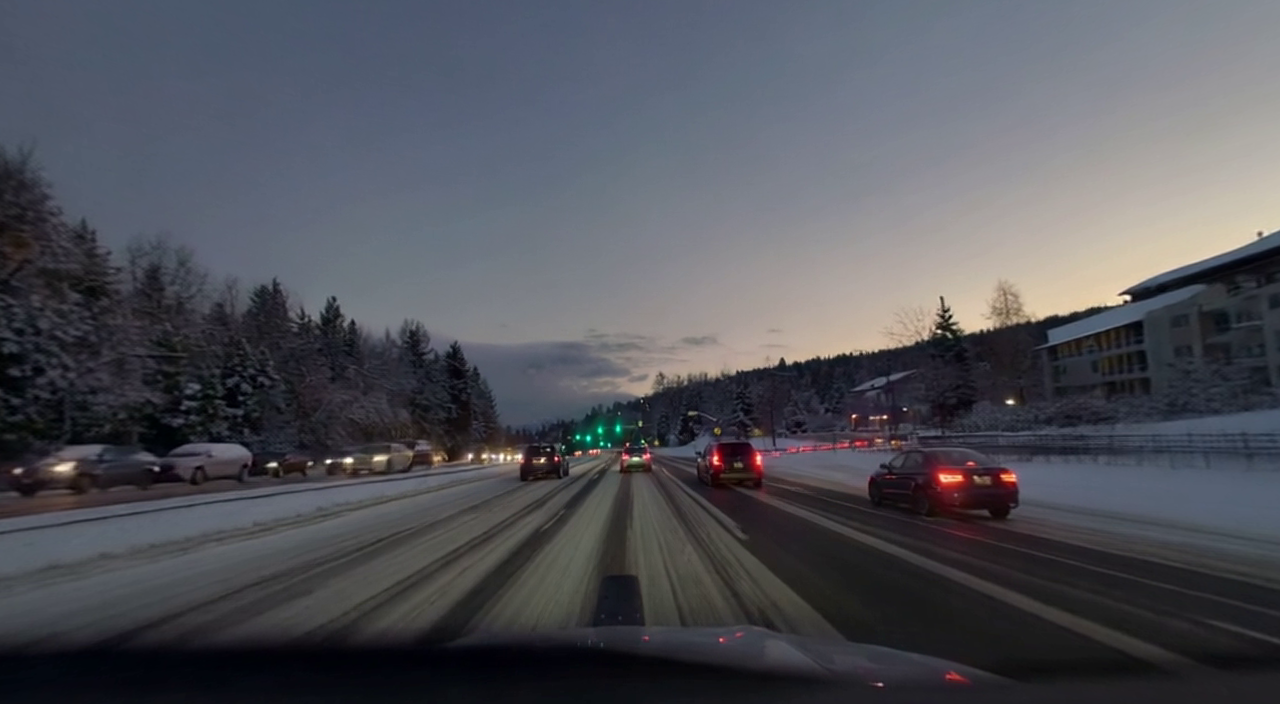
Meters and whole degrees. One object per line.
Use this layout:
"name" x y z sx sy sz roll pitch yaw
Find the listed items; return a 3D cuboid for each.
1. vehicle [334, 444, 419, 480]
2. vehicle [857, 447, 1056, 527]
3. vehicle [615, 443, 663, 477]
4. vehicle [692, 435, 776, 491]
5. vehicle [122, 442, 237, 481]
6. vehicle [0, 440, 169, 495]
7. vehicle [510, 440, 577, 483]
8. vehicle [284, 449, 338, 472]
"vehicle" -12.508 5.218 30.397 2.043 1.571 4.946 0 -8 -1
"vehicle" 6.523 2.782 13.700 1.945 1.408 4.288 0 -8 -2
"vehicle" -0.107 5.172 30.515 2.155 1.486 4.403 0 -8 -1
"vehicle" 3.127 3.803 22.050 2.161 1.716 4.194 0 -8 -2
"vehicle" -22.489 5.334 31.136 2.005 1.761 4.824 0 -8 0
"vehicle" -19.009 3.883 21.703 2.186 1.676 4.444 0 -8 -1
"vehicle" -3.985 4.579 26.817 2.172 1.671 4.175 0 -8 0
"vehicle" -22.627 7.442 43.574 1.766 1.491 3.678 0 -8 0
